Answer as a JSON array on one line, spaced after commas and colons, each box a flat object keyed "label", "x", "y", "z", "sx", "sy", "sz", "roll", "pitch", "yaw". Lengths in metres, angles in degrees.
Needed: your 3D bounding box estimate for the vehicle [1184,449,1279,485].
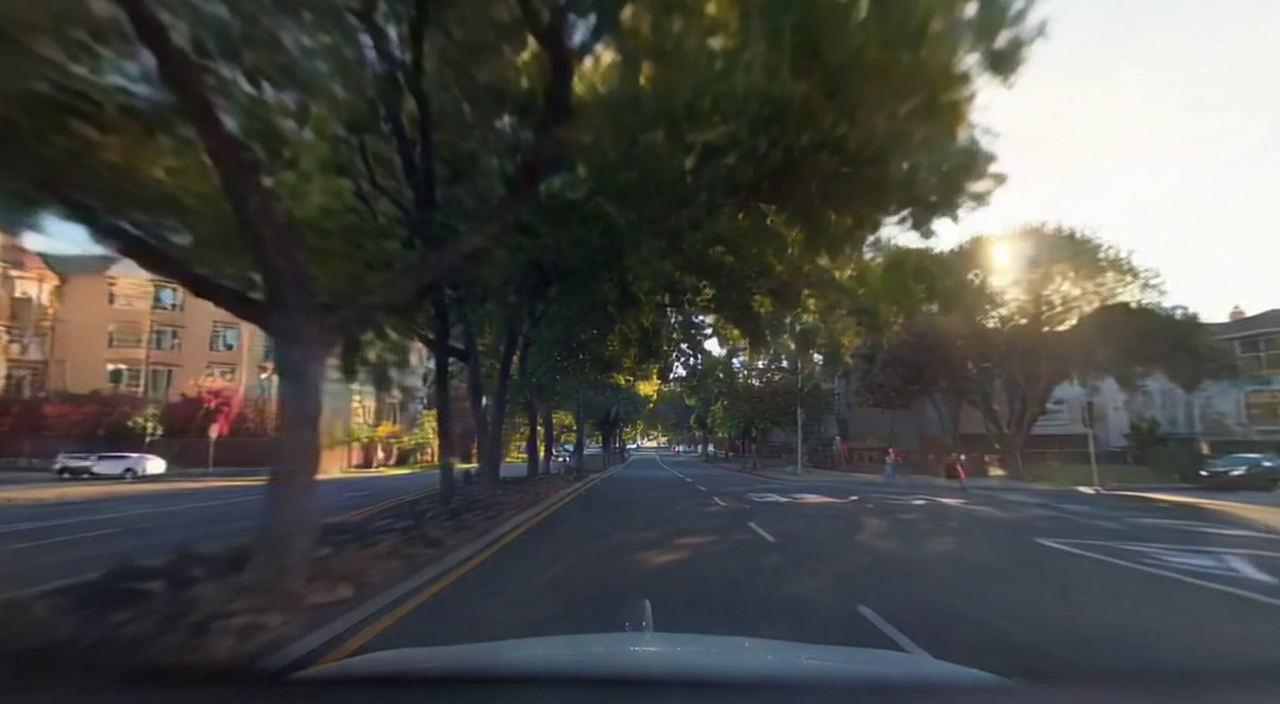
[{"label": "vehicle", "x": 28.042, "y": 5.285, "z": 29.237, "sx": 1.900, "sy": 1.503, "sz": 4.553, "roll": -1, "pitch": -8, "yaw": 6}]
